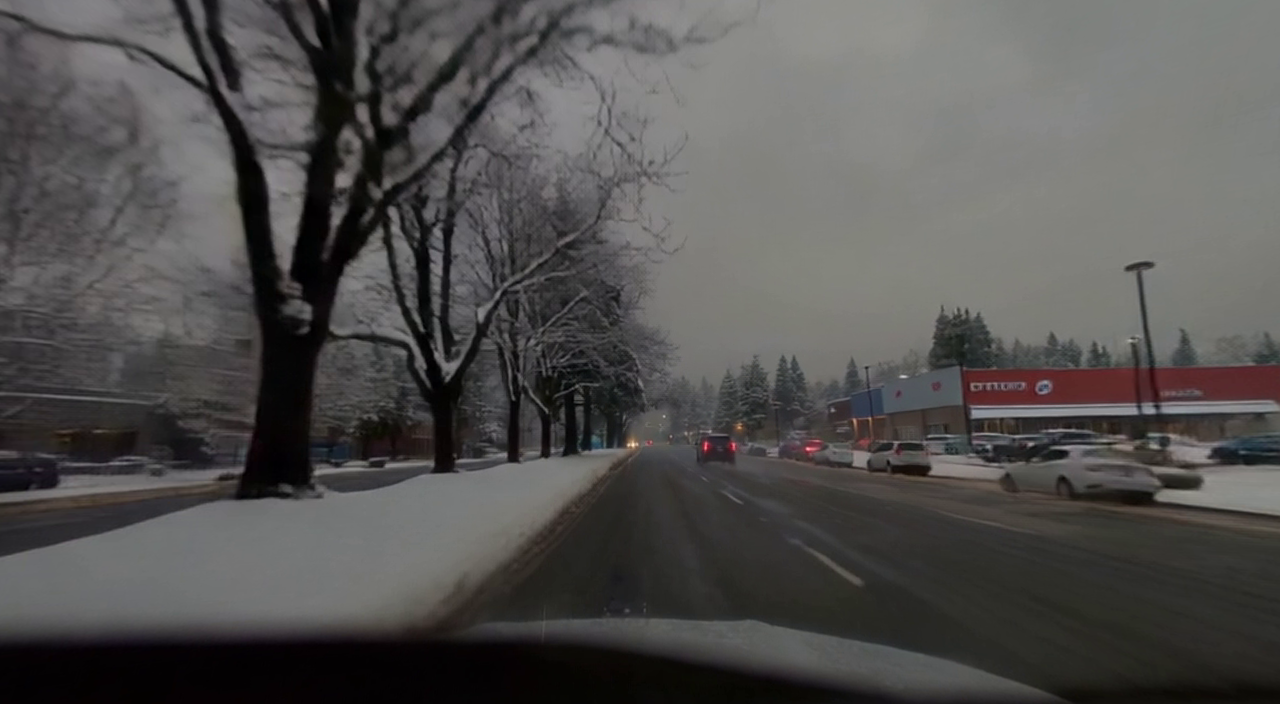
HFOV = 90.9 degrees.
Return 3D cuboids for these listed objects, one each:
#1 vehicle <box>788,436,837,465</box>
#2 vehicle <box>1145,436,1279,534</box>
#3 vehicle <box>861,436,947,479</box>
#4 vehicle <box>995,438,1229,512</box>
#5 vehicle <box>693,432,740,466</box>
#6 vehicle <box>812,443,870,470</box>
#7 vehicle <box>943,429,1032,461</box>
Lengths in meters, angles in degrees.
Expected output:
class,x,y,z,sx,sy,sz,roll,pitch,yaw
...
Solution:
class,x,y,z,sx,sy,sz,roll,pitch,yaw
vehicle,11.246,6.470,41.518,1.959,1.751,4.961,0,-8,2
vehicle,10.651,2.061,9.811,1.842,1.474,4.456,0,-8,0
vehicle,10.958,4.393,26.527,1.958,1.654,4.258,0,-8,3
vehicle,10.838,2.819,15.080,1.894,1.469,4.730,0,-8,-1
vehicle,4.401,5.657,37.007,2.183,1.845,4.482,0,-8,0
vehicle,11.116,5.776,35.073,1.824,1.364,4.238,0,-8,0
vehicle,20.313,5.473,37.101,2.116,1.731,4.835,1,-8,-6
